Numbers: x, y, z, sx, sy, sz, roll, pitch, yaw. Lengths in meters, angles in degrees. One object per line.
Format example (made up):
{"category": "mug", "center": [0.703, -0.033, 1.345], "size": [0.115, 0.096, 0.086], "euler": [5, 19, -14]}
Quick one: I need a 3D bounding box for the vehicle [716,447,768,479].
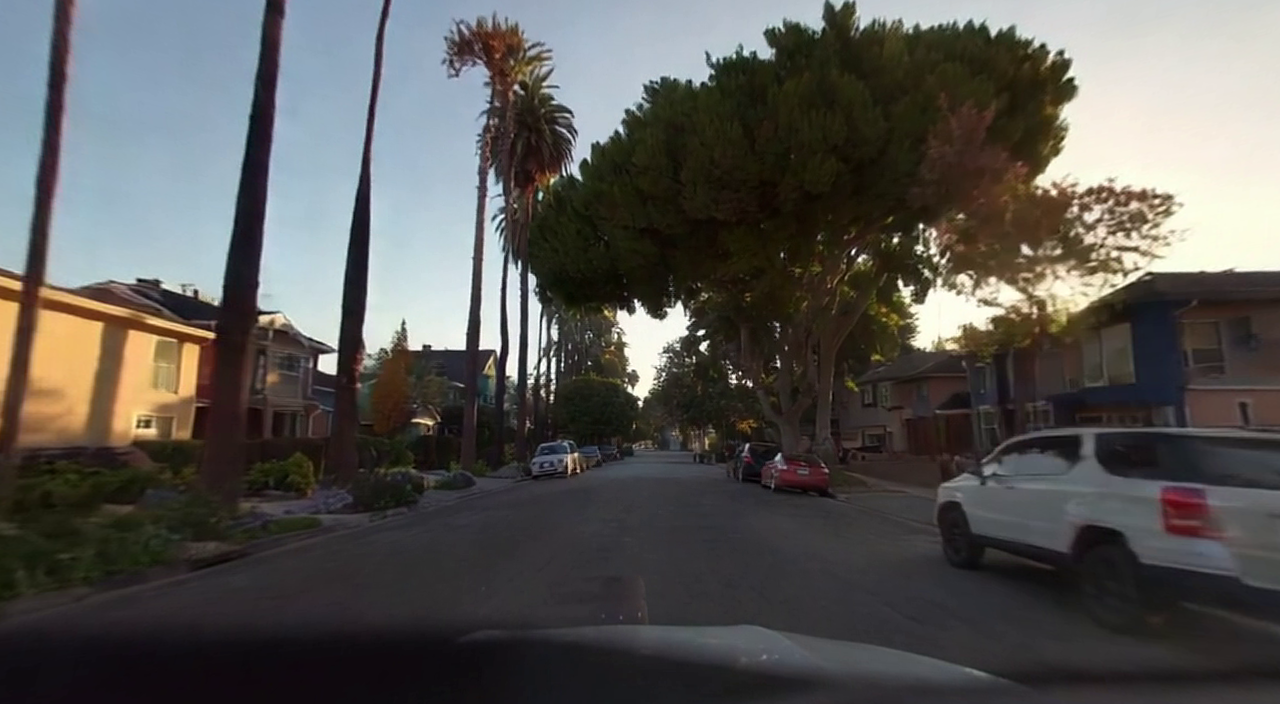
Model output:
{"category": "vehicle", "center": [5.318, 5.826, 33.538], "size": [1.991, 1.554, 4.501], "euler": [0, -9, 0]}

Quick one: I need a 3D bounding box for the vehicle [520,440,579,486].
{"category": "vehicle", "center": [-4.191, 5.212, 30.034], "size": [2.149, 1.877, 5.082], "euler": [-2, -9, -1]}

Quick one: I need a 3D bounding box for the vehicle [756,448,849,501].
{"category": "vehicle", "center": [5.298, 4.028, 21.222], "size": [2.056, 1.464, 4.493], "euler": [2, -9, 2]}

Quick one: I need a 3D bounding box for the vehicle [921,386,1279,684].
{"category": "vehicle", "center": [5.072, 1.547, 6.440], "size": [2.131, 1.824, 5.229], "euler": [2, -9, 1]}
